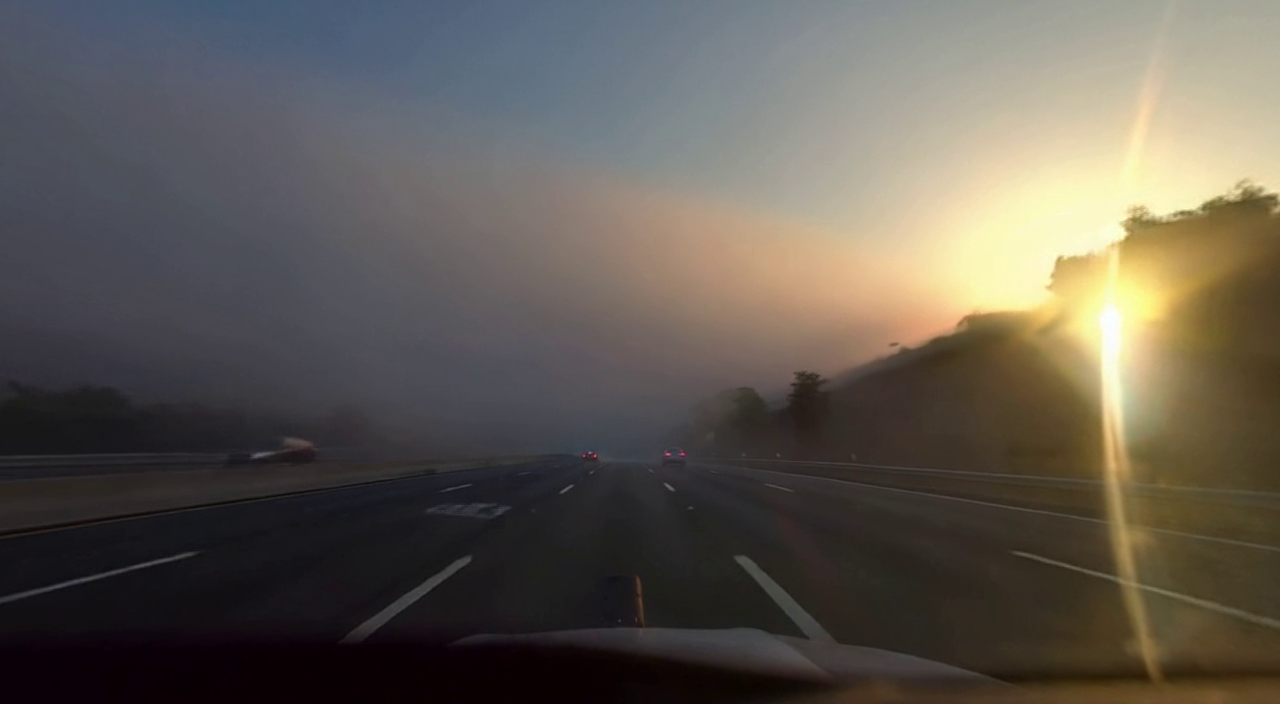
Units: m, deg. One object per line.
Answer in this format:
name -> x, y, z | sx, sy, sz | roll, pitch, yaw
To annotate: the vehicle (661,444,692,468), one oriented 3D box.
vehicle -> 2.464, 7.187, 43.377 | 1.895, 1.555, 4.030 | 0, -9, 0
